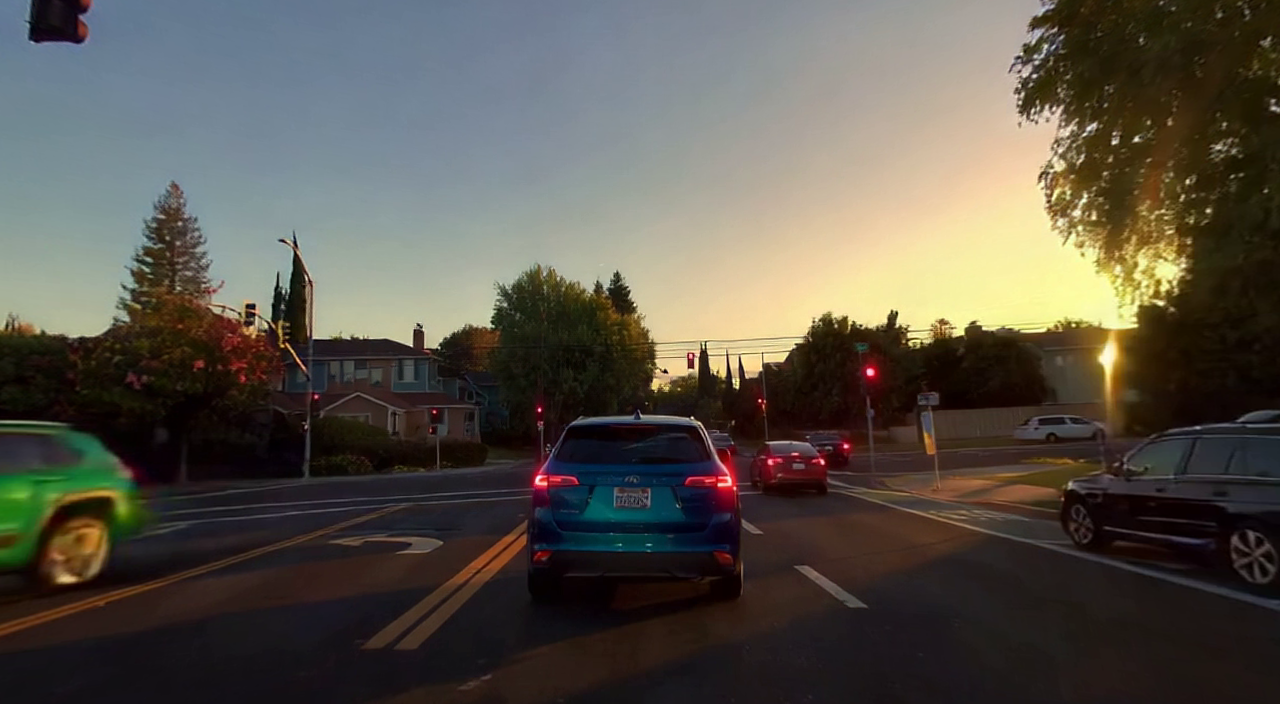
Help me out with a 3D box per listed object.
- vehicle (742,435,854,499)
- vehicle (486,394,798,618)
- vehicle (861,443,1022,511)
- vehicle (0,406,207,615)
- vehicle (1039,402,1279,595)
[{"bbox_3d":[4.220,3.145,17.729,2.077,1.527,4.755,0,-8,2],"label":"vehicle"},{"bbox_3d":[0.044,1.477,6.979,2.322,1.667,4.367,0,-8,1],"label":"vehicle"},{"bbox_3d":[7.275,3.014,15.821,1.860,1.436,4.479,0,-8,0],"label":"vehicle"},{"bbox_3d":[-6.635,1.369,5.382,2.059,1.797,4.824,-1,-8,6],"label":"vehicle"},{"bbox_3d":[7.016,1.537,7.045,1.989,1.791,4.735,0,-8,0],"label":"vehicle"}]
